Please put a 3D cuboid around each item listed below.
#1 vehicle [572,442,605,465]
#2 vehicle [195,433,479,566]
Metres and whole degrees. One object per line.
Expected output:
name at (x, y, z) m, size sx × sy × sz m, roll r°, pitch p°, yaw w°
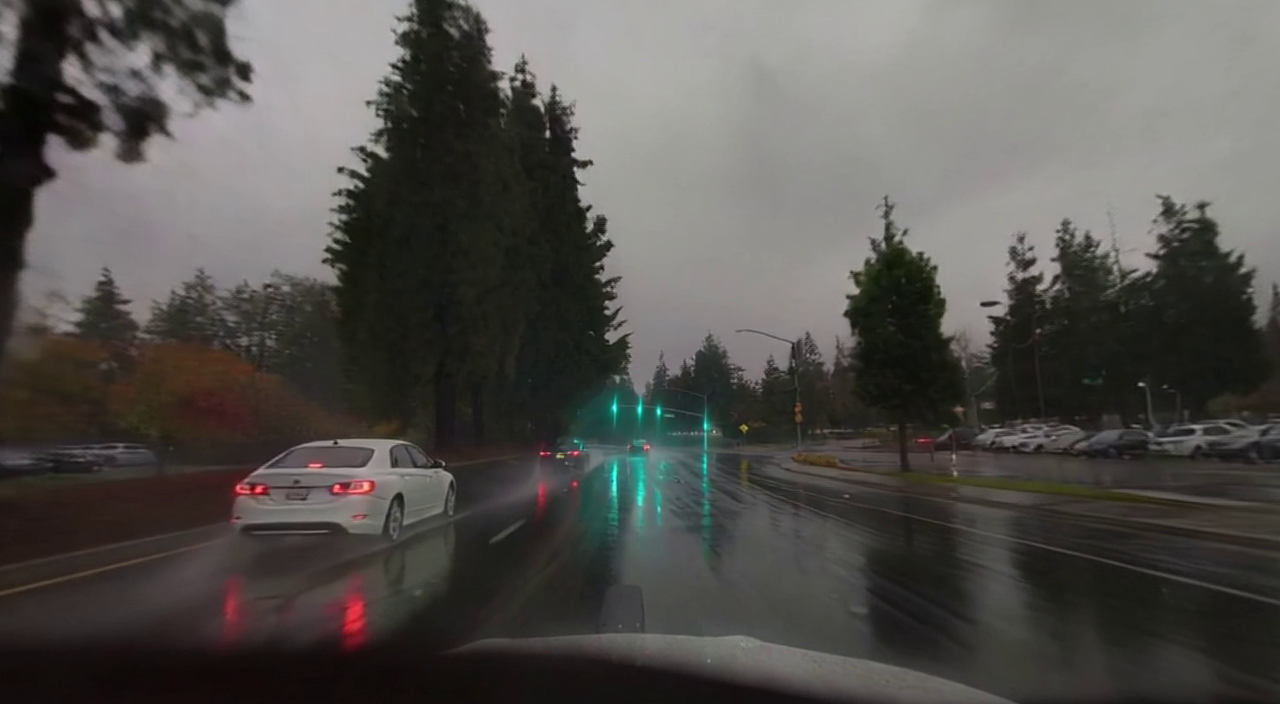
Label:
vehicle at (-3.755, 7.455, 46.703) m, size 2.103 × 1.592 × 4.160 m, roll 0°, pitch -9°, yaw 0°
vehicle at (-3.834, 1.927, 9.064) m, size 1.905 × 1.418 × 4.396 m, roll 0°, pitch -9°, yaw 0°
